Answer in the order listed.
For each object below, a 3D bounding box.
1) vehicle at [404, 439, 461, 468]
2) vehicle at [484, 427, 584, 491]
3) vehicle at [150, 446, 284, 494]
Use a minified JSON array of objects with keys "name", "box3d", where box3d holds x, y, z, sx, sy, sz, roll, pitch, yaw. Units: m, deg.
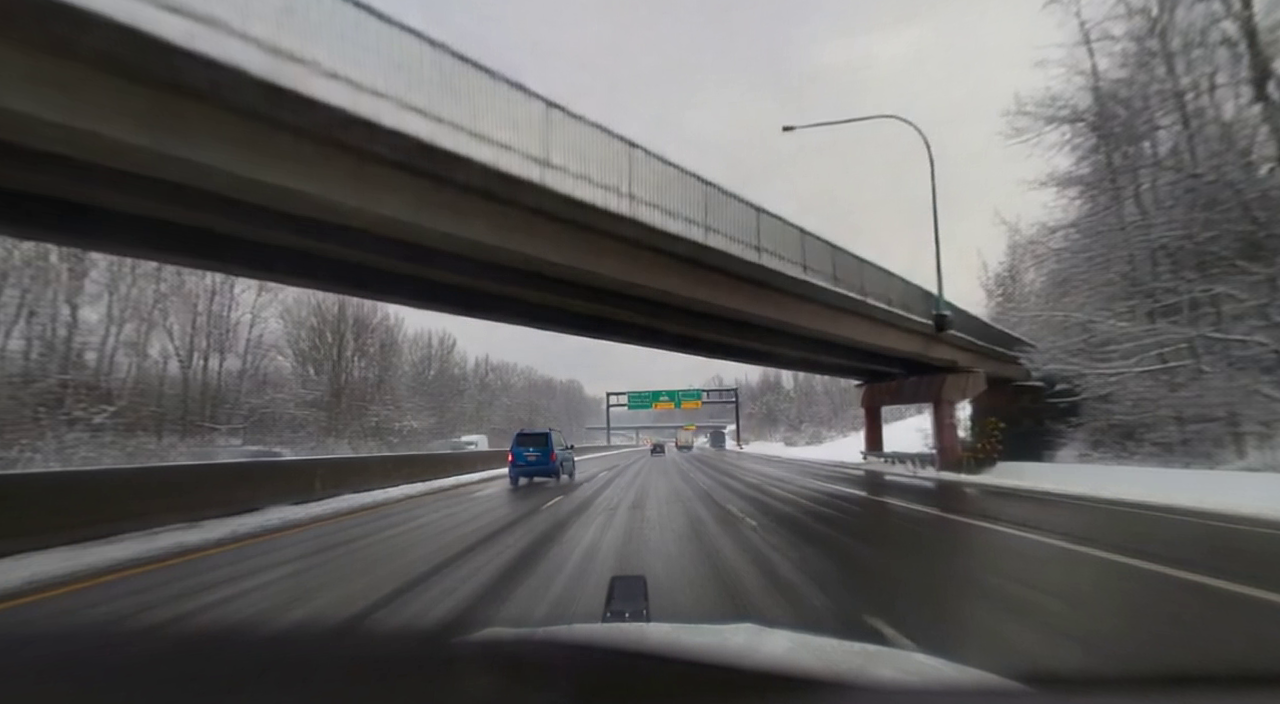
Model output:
[{"name":"vehicle","box3d":[-14.775,7.263,45.114,2.177,1.939,4.990,-1,-8,3]},{"name":"vehicle","box3d":[-3.105,3.246,19.444,2.177,1.707,4.432,0,-8,2]},{"name":"vehicle","box3d":[-15.977,4.450,24.087,1.919,1.613,4.379,-1,-8,2]}]
